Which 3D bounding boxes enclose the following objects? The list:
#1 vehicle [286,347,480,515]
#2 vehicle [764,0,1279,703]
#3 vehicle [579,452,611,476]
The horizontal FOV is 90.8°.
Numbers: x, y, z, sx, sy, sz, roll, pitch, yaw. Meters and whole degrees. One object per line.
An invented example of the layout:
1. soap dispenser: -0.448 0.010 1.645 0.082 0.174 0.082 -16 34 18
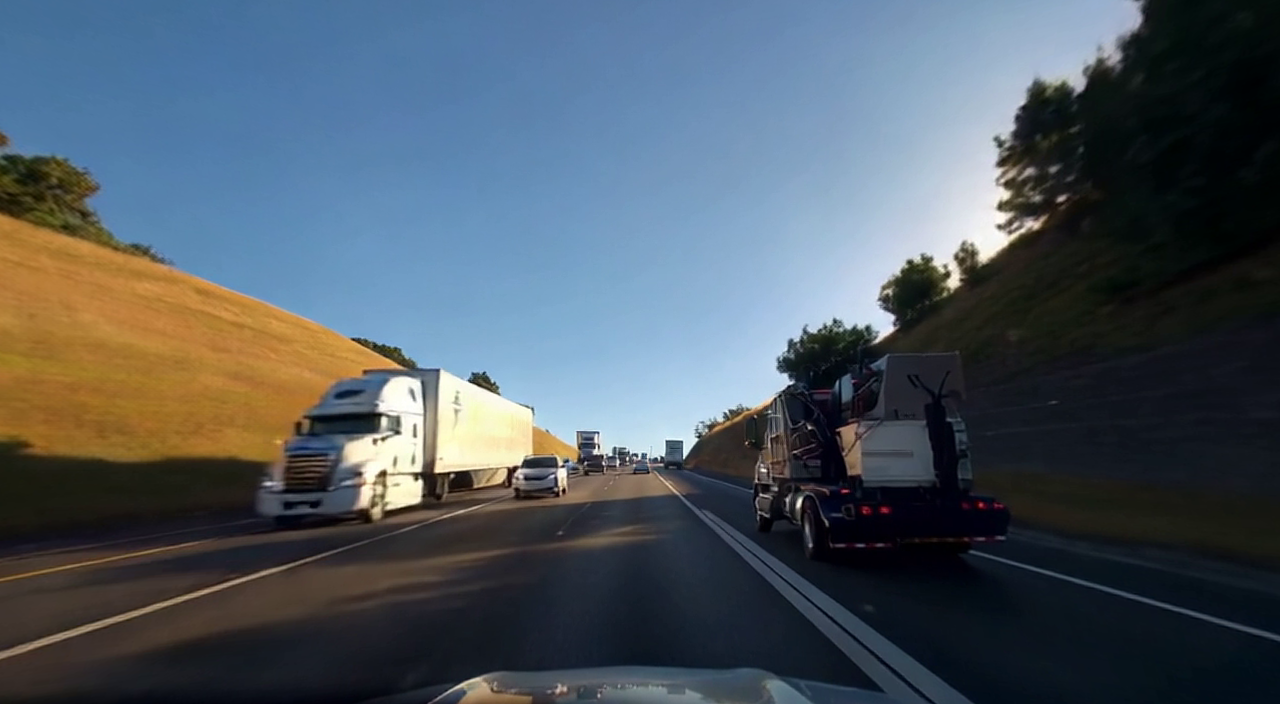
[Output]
1. vehicle: -6.815 2.301 17.953 2.910 3.989 5.837 0 -9 0
2. vehicle: 3.248 -0.238 2.311 2.845 4.071 14.008 0 -9 0
3. vehicle: -3.353 8.400 47.388 2.008 1.671 4.126 0 -9 1
